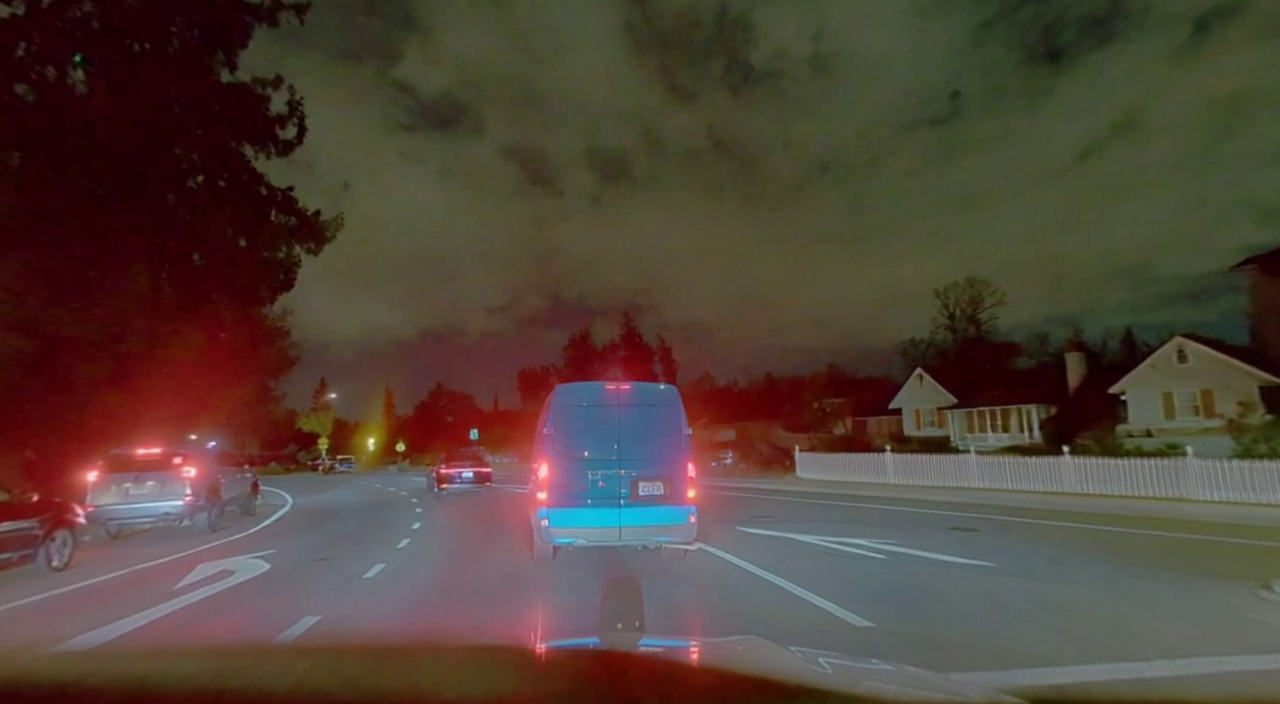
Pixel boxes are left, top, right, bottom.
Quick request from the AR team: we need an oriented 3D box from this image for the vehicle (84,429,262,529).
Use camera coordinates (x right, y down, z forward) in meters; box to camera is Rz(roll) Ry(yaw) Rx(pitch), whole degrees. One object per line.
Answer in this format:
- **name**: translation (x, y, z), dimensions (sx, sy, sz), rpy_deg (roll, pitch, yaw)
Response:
- **vehicle**: translation (-10.658, 2.845, 14.993), dimensions (2.228, 1.871, 5.492), rpy_deg (4, -9, -25)

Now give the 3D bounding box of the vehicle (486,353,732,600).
- **vehicle**: translation (-0.791, 1.444, 8.100), dimensions (2.213, 2.124, 4.809), rpy_deg (2, -9, -14)

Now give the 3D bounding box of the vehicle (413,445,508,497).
- **vehicle**: translation (-5.852, 3.713, 20.245), dimensions (2.008, 1.445, 4.386), rpy_deg (4, -9, -27)

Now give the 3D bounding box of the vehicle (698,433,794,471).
- **vehicle**: translation (5.269, 4.932, 31.269), dimensions (4.559, 1.754, 1.985), rpy_deg (6, -10, -34)

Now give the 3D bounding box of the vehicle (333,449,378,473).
- **vehicle**: translation (-19.136, 7.277, 42.381), dimensions (1.911, 1.493, 4.291), rpy_deg (6, -10, -34)
